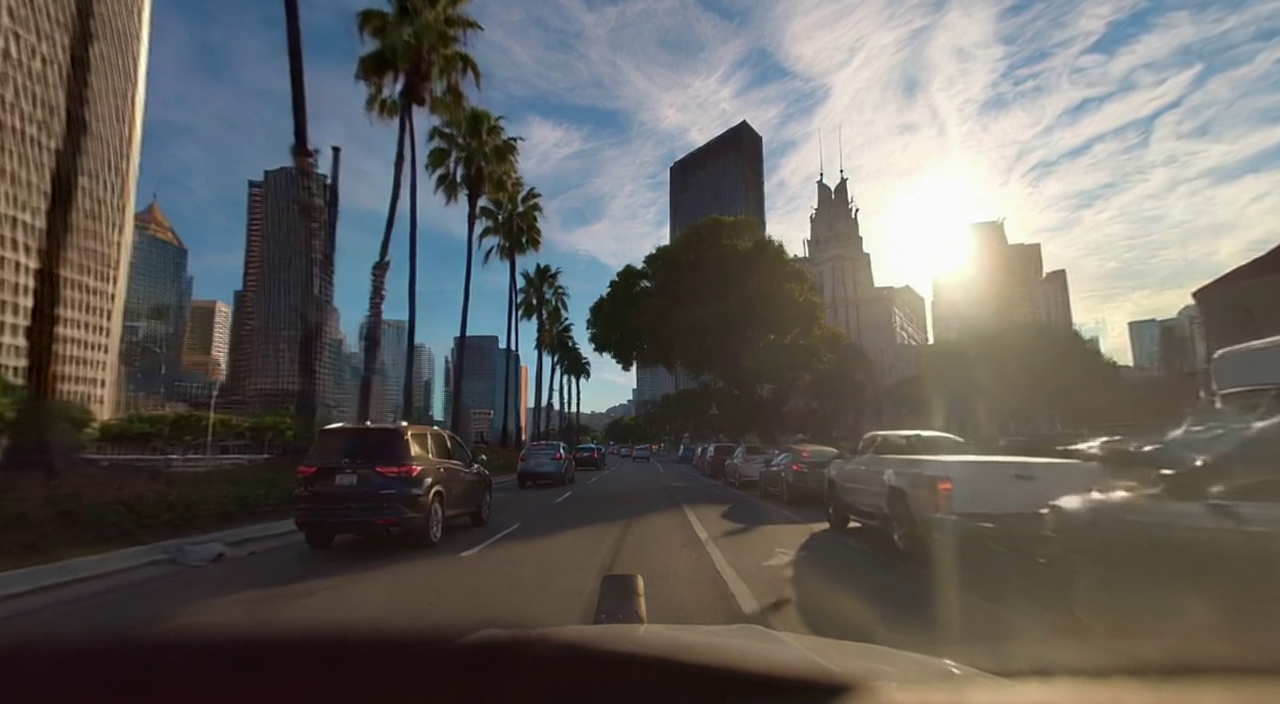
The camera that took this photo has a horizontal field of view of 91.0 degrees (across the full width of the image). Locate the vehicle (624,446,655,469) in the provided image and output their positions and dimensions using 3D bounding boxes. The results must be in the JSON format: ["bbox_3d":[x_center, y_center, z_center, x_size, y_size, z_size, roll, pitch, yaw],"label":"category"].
[{"bbox_3d":[-0.085,7.318,43.844,2.036,1.461,3.890,0,-9,-2],"label":"vehicle"}]

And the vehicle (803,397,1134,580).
[{"bbox_3d":[4.134,1.828,9.238,2.035,1.902,5.079,0,-9,-1],"label":"vehicle"}]

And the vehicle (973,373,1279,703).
[{"bbox_3d":[4.164,1.044,3.542,1.965,1.735,4.835,0,-9,1],"label":"vehicle"}]

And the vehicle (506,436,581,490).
[{"bbox_3d":[-3.367,3.986,22.886,2.014,1.740,4.392,0,-9,1],"label":"vehicle"}]

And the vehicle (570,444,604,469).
[{"bbox_3d":[-3.549,7.121,42.982,1.955,1.637,4.243,0,-9,0],"label":"vehicle"}]

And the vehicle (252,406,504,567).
[{"bbox_3d":[-3.407,1.839,9.243,1.800,1.797,4.224,0,-9,1],"label":"vehicle"}]
